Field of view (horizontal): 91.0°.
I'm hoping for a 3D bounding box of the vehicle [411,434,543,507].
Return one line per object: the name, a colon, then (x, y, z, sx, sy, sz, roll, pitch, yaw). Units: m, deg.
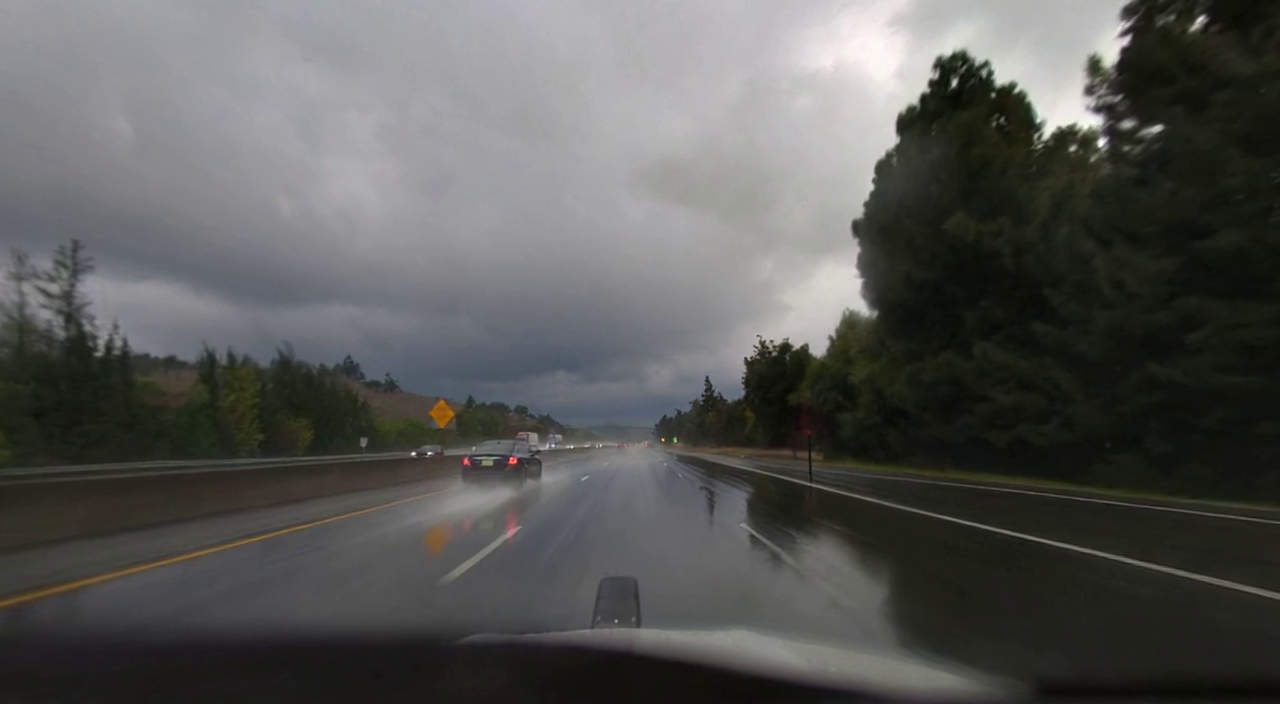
vehicle: (-3.912, 2.922, 16.037, 2.158, 1.562, 4.373, -1, -8, 1)
